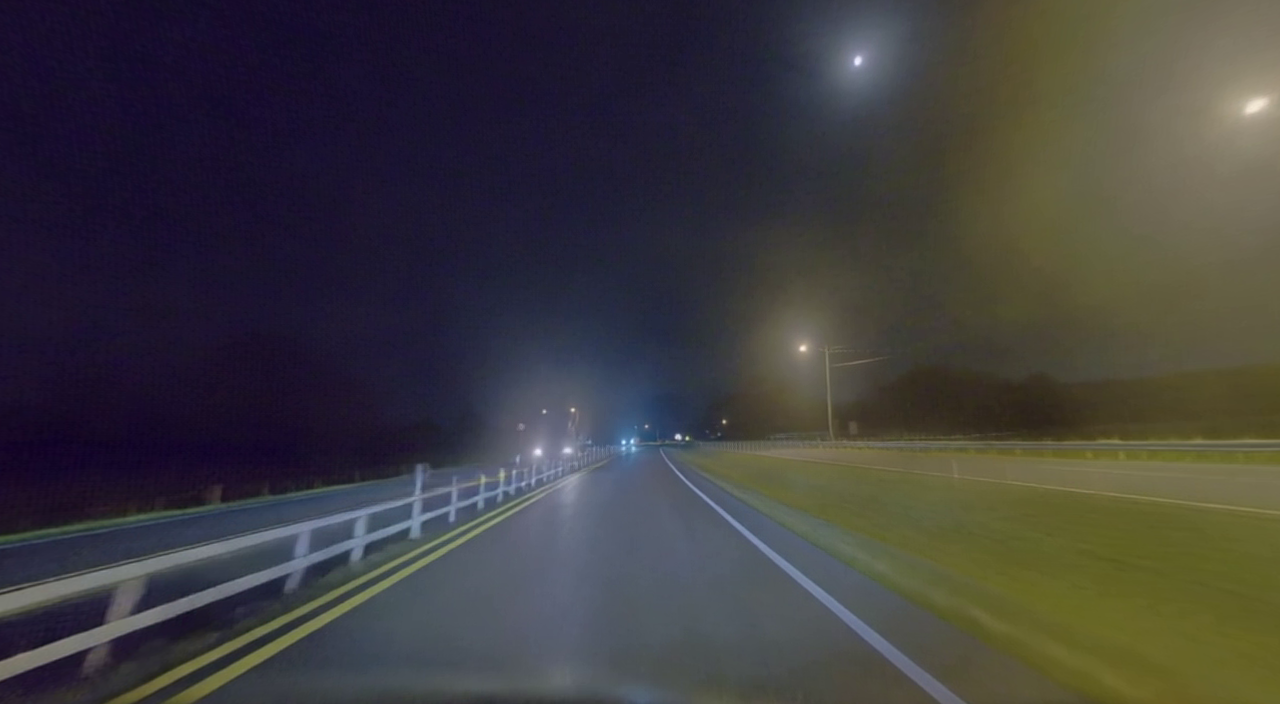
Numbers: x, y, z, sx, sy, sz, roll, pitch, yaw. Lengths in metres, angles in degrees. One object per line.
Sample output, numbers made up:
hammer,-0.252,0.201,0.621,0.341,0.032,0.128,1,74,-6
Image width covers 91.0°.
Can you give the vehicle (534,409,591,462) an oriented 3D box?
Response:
vehicle,-5.418,6.102,45.664,2.751,3.436,8.990,-1,-8,2
